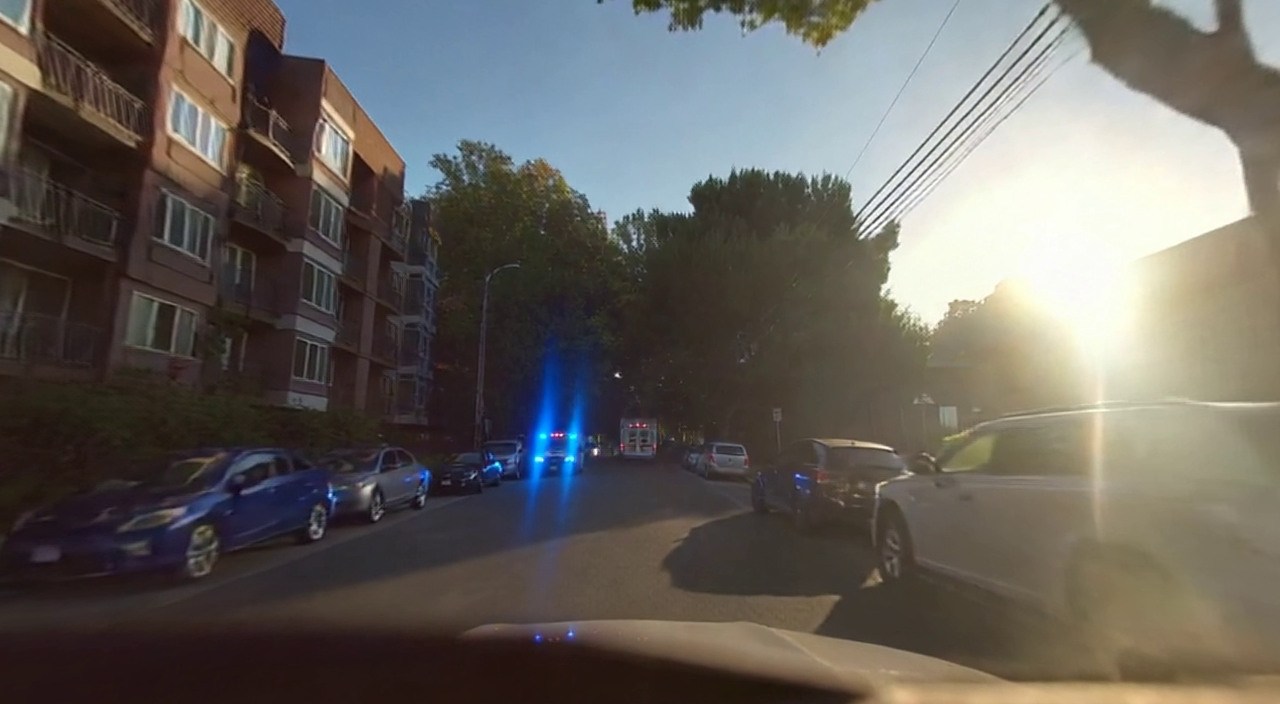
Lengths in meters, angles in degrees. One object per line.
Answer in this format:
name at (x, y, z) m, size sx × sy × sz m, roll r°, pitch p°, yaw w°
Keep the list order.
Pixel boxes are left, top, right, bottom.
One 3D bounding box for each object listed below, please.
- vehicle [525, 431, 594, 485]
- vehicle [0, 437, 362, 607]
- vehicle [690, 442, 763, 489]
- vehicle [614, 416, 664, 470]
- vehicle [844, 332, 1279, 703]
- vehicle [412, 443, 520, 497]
vehicle at (-2.944, 3.962, 23.939) m, size 2.029 × 1.802 × 4.229 m, roll -1°, pitch -8°, yaw 0°
vehicle at (-5.381, 1.828, 7.797) m, size 1.921 × 1.482 × 4.280 m, roll 0°, pitch -8°, yaw 0°
vehicle at (3.328, 4.448, 25.171) m, size 2.035 × 1.549 × 4.373 m, roll 5°, pitch -9°, yaw -2°
vehicle at (-0.154, 5.678, 39.249) m, size 2.754 × 3.008 × 7.730 m, roll 0°, pitch -8°, yaw -2°
vehicle at (3.345, 1.192, 4.402) m, size 2.188 × 1.810 × 4.709 m, roll 3°, pitch -9°, yaw -2°
vehicle at (-5.304, 3.633, 19.972) m, size 2.047 × 1.471 × 4.647 m, roll 0°, pitch -8°, yaw 0°
